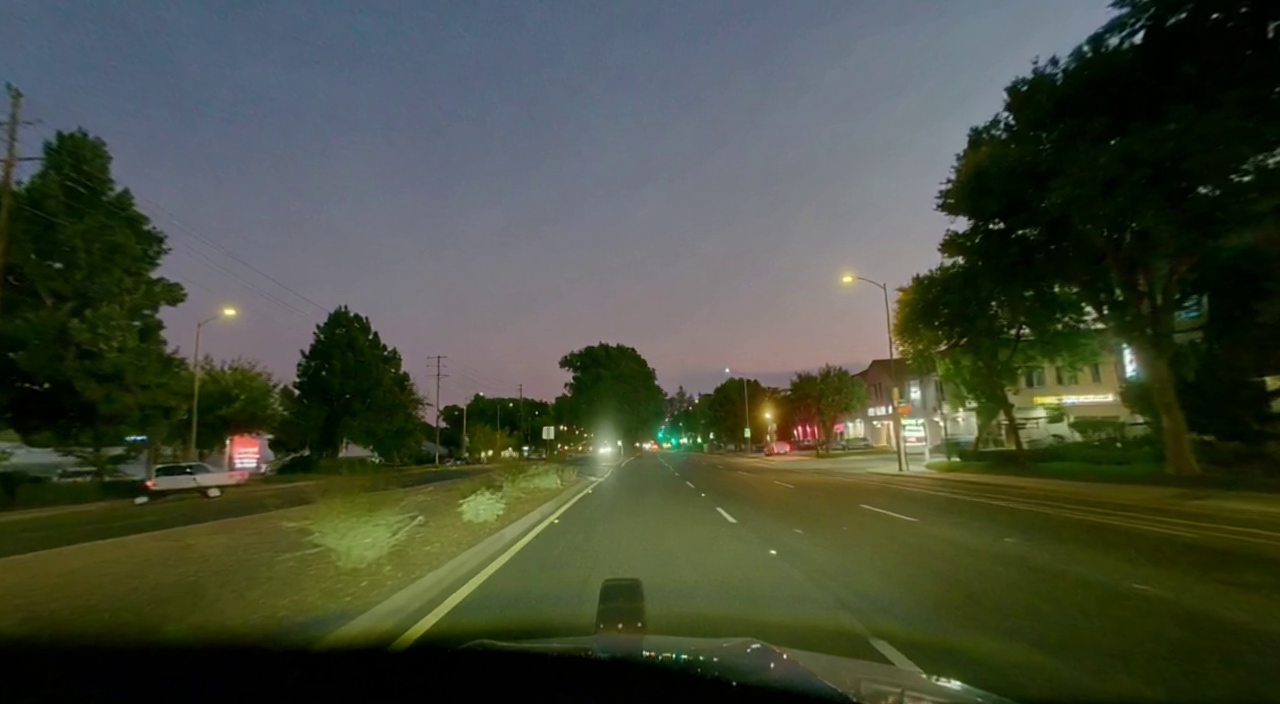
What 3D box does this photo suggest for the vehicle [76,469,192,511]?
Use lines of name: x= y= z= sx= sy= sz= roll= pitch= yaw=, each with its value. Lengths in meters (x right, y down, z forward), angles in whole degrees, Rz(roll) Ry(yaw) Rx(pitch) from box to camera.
vehicle: x=-23.253 y=6.329 z=29.223 sx=1.847 sy=1.593 sz=4.127 roll=0 pitch=-8 yaw=1
